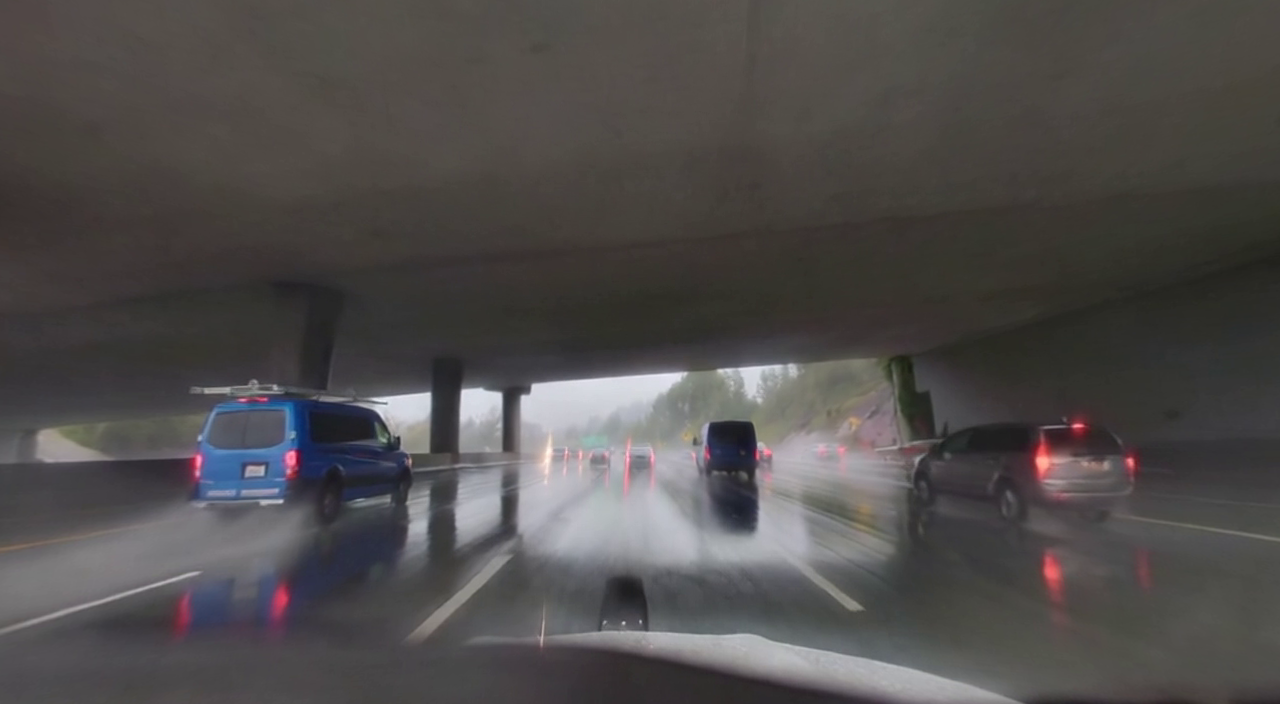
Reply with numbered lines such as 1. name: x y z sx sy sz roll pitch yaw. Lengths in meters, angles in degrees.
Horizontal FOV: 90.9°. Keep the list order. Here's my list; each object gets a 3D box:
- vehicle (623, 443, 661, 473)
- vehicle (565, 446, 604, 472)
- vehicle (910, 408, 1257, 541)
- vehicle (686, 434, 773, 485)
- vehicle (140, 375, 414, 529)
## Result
1. vehicle: 0.104 6.147 36.814 2.115 1.617 4.102 0 -8 0
2. vehicle: -3.387 6.601 39.249 1.970 1.483 4.071 0 -8 1
3. vehicle: 7.467 2.149 11.765 2.304 1.840 5.706 0 -8 0
4. vehicle: 3.574 4.485 26.663 2.777 1.895 5.710 0 -9 0
5. vehicle: -7.590 2.231 14.444 2.336 2.708 6.421 0 -8 1
